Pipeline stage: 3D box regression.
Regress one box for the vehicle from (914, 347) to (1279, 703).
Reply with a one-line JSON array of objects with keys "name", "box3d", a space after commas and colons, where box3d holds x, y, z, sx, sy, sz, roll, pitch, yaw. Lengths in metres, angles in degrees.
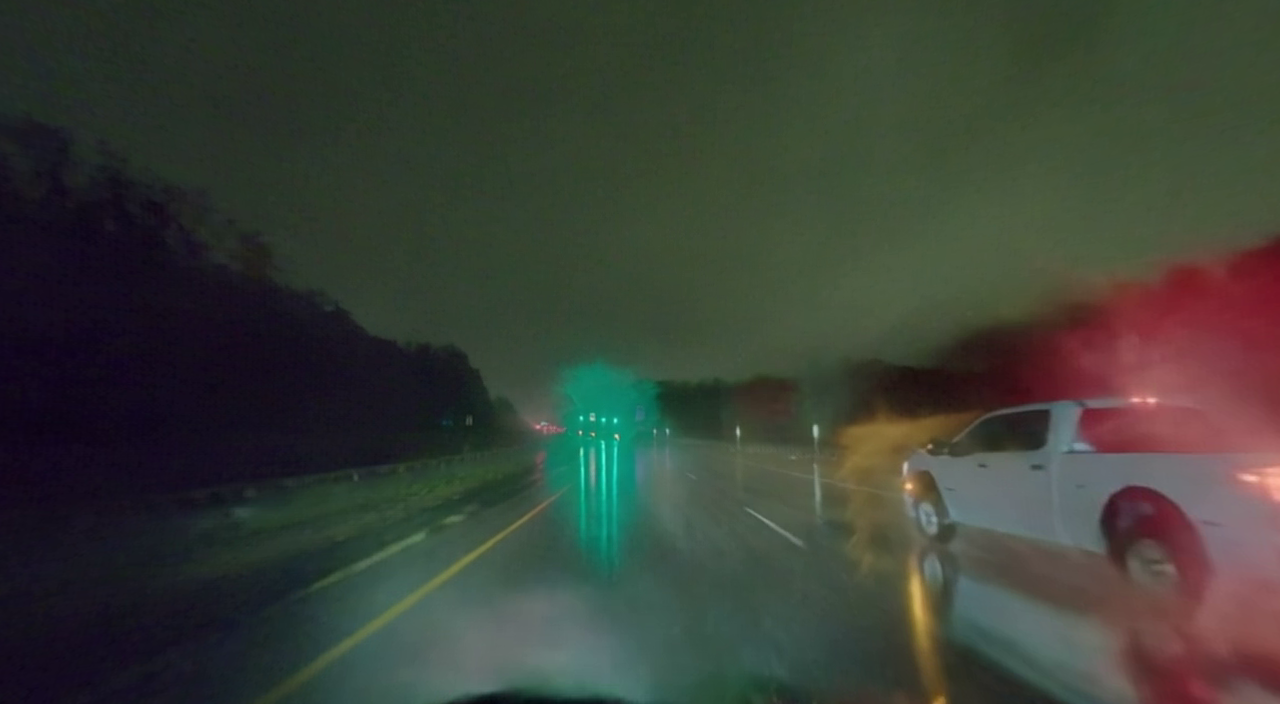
[{"name": "vehicle", "box3d": [3.670, 0.990, 3.999, 1.941, 1.655, 4.137, 0, -8, -1]}]
